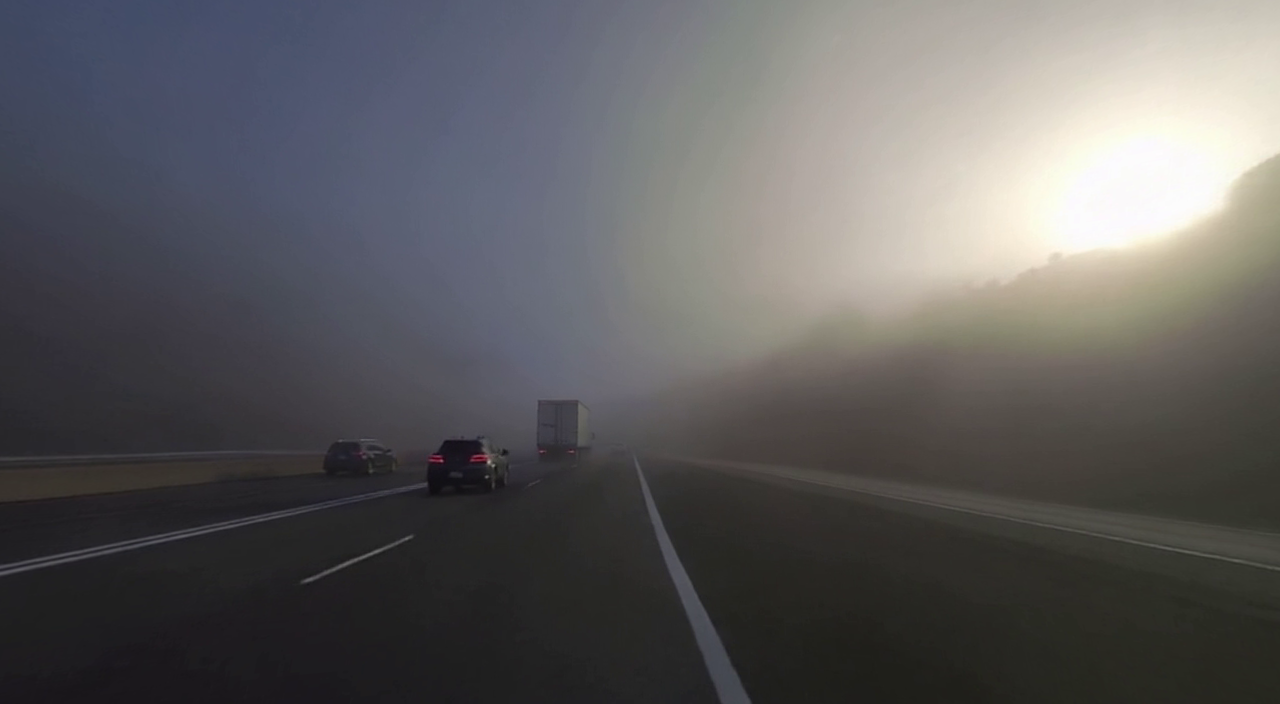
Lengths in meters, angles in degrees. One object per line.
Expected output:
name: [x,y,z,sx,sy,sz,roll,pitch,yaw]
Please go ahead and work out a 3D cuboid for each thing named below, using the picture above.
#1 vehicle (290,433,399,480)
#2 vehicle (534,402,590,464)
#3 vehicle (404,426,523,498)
vehicle: [-12.655,4.500,27.396,2.130,1.828,5.523,0,-8,-1]
vehicle: [-5.369,5.939,45.107,2.981,3.860,11.022,0,-8,-2]
vehicle: [-4.698,2.997,17.510,2.099,1.734,4.413,0,-8,-1]
